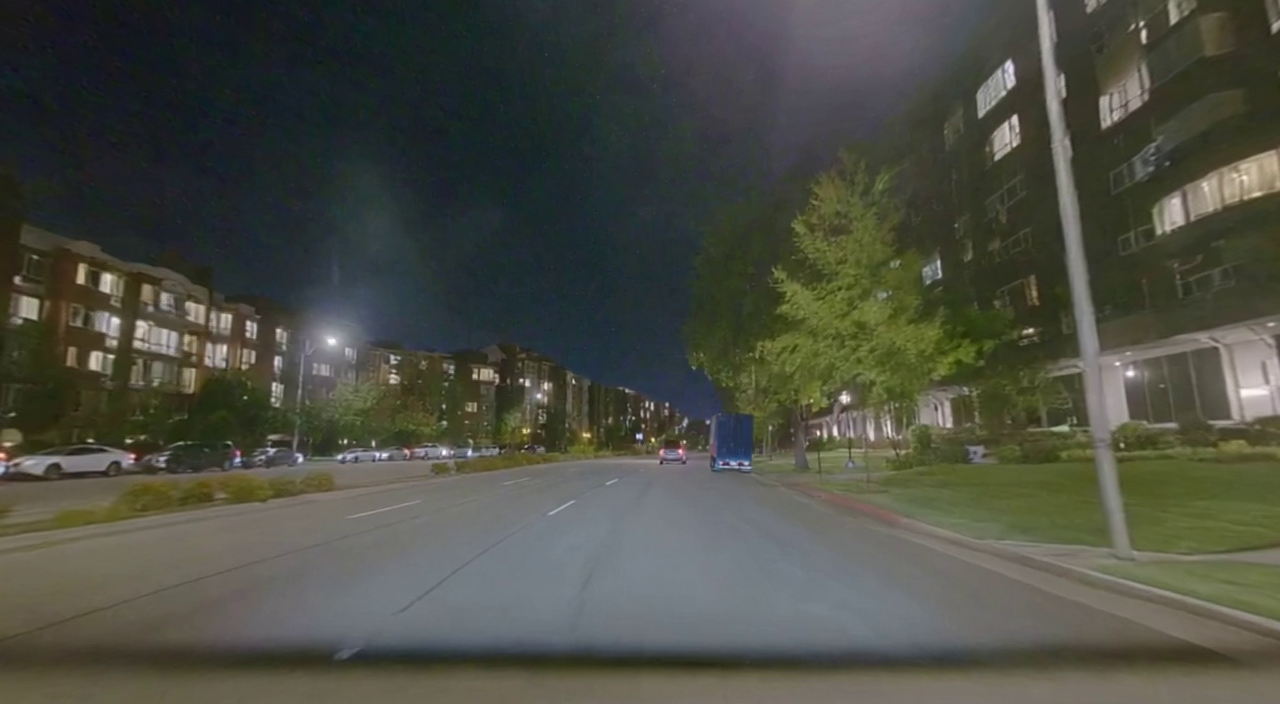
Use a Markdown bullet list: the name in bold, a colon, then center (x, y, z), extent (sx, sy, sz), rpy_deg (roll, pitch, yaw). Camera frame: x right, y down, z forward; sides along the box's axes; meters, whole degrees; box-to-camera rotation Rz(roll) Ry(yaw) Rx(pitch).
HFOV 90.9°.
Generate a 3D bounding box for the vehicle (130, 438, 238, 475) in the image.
- **vehicle**: center (-24.194, 5.532, 33.717), extent (2.040, 1.765, 4.635), rpy_deg (-2, -8, 6)

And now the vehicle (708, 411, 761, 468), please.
- **vehicle**: center (5.949, 5.741, 41.118), extent (2.945, 3.277, 8.473), rpy_deg (-1, -8, 6)

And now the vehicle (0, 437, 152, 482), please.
- **vehicle**: center (-24.713, 4.645, 27.631), extent (2.213, 1.750, 5.149), rpy_deg (-1, -8, 4)

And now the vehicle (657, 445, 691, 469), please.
- **vehicle**: center (2.122, 6.375, 38.629), extent (1.871, 1.370, 4.206), rpy_deg (-1, -8, 6)

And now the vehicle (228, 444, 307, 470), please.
- **vehicle**: center (-23.814, 6.717, 40.519), extent (1.900, 1.454, 4.757), rpy_deg (-3, -8, 5)
